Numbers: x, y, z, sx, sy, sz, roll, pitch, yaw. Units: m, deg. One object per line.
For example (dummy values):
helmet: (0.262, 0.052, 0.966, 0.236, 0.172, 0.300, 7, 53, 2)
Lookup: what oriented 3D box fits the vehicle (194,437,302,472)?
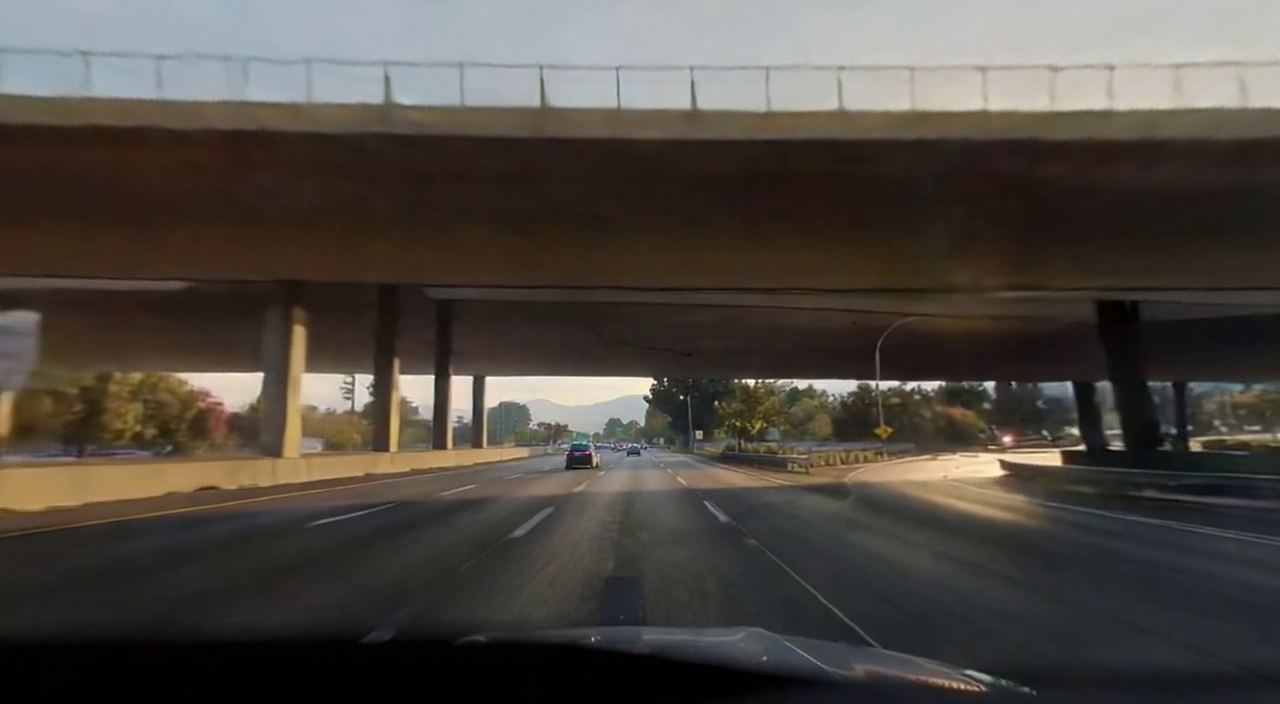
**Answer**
vehicle: (-21.215, 5.582, 34.593, 2.128, 1.757, 5.776, 0, -8, 1)
